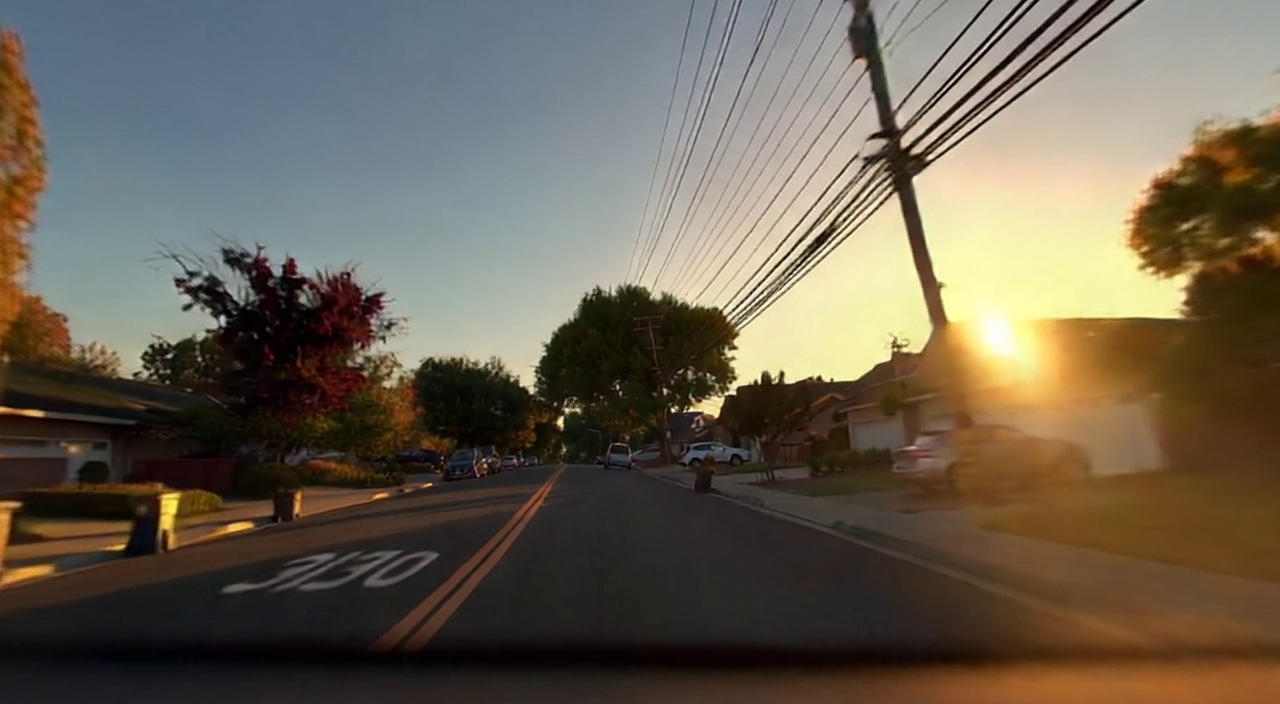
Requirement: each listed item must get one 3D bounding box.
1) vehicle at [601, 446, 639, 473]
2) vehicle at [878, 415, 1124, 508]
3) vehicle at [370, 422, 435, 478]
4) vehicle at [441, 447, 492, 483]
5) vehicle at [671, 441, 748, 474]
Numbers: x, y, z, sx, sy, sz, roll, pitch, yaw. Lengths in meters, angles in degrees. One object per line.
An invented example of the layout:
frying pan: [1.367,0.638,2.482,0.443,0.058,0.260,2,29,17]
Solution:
vehicle: [-1.653,8.429,49.830,2.203,1.952,5.111,2,-9,-11]
vehicle: [8.049,2.459,14.395,4.337,1.768,1.962,-2,-9,-5]
vehicle: [-15.237,6.376,41.085,2.781,3.221,7.995,2,-9,-13]
vehicle: [-9.729,6.445,35.803,2.046,1.777,4.473,-2,-12,-6]
vehicle: [4.453,6.830,40.917,4.489,1.812,2.056,0,-14,-10]
